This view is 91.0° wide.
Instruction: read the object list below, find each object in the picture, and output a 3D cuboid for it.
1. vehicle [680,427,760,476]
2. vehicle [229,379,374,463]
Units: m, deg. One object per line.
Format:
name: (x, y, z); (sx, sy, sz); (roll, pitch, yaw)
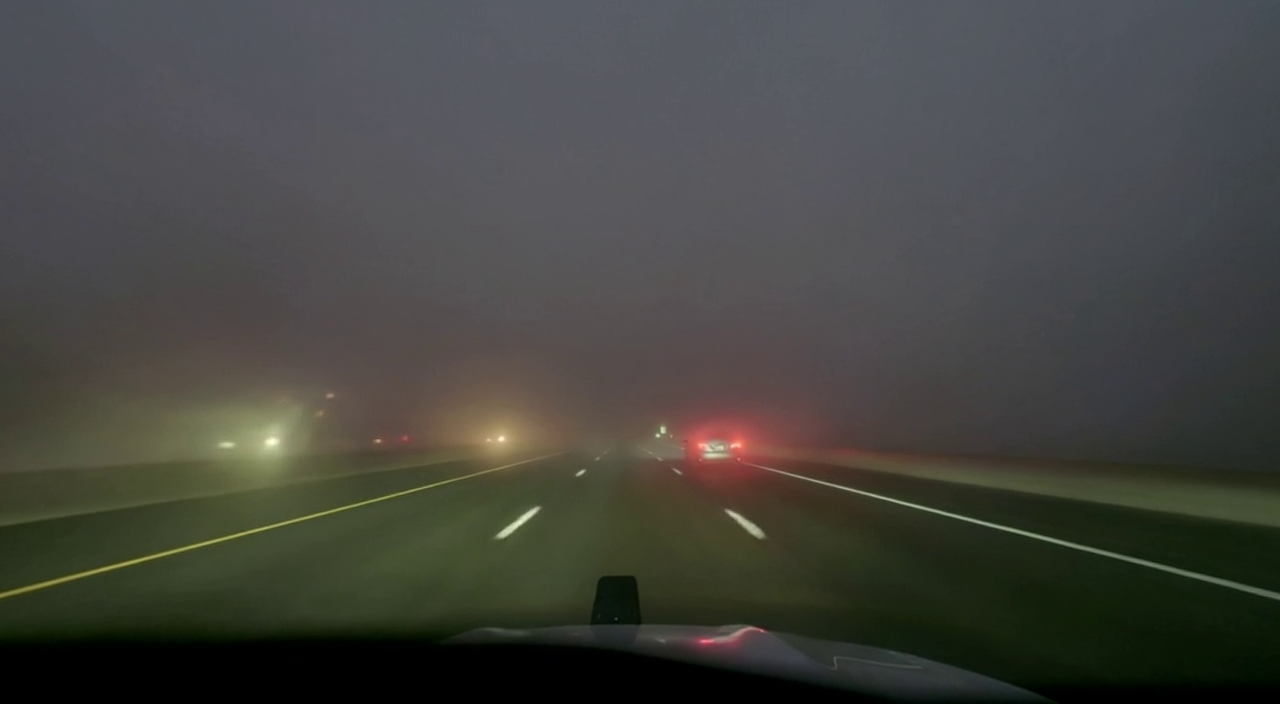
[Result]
vehicle: (2.925, 3.754, 24.007); (2.349, 1.651, 4.161); (0, -8, -2)
vehicle: (-19.686, 4.317, 37.752); (3.146, 4.298, 10.599); (0, -8, -3)
